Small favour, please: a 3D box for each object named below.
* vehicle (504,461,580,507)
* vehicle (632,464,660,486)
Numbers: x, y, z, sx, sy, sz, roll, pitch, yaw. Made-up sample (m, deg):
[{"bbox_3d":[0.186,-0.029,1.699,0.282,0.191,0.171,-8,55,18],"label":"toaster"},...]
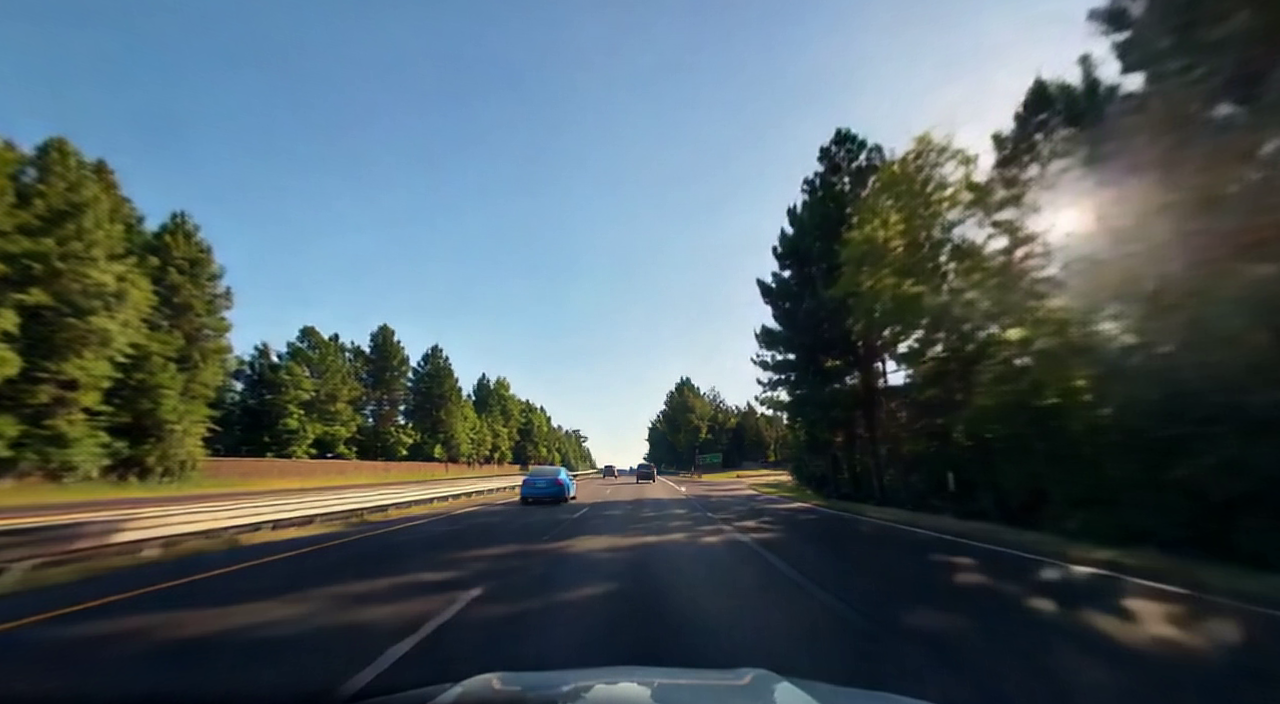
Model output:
[{"bbox_3d":[-3.533,4.874,23.540,2.047,1.523,4.279,1,-10,1],"label":"vehicle"},{"bbox_3d":[0.485,9.623,49.252,2.065,1.596,3.869,1,-10,1],"label":"vehicle"}]
